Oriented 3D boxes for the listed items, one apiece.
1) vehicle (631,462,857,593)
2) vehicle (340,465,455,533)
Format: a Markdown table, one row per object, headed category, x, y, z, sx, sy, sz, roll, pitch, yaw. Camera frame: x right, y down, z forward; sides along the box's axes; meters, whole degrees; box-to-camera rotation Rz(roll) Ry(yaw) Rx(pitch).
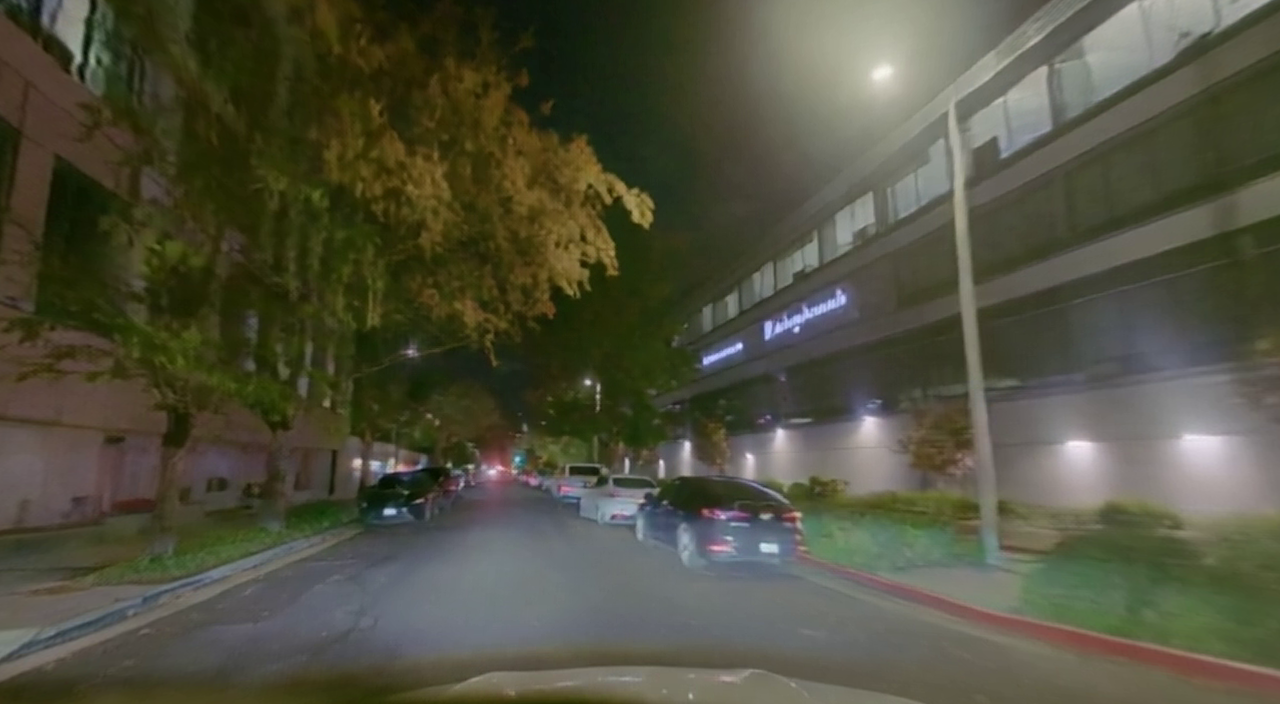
| category | x | y | z | sx | sy | sz | roll | pitch | yaw |
| --- | --- | --- | --- | --- | --- | --- | --- | --- | --- |
| vehicle | 1.243 | 2.465 | 9.537 | 1.889 | 1.482 | 4.118 | 4 | -11 | -13 |
| vehicle | -6.032 | 3.715 | 16.264 | 2.018 | 1.461 | 4.413 | 3 | -11 | -12 |
